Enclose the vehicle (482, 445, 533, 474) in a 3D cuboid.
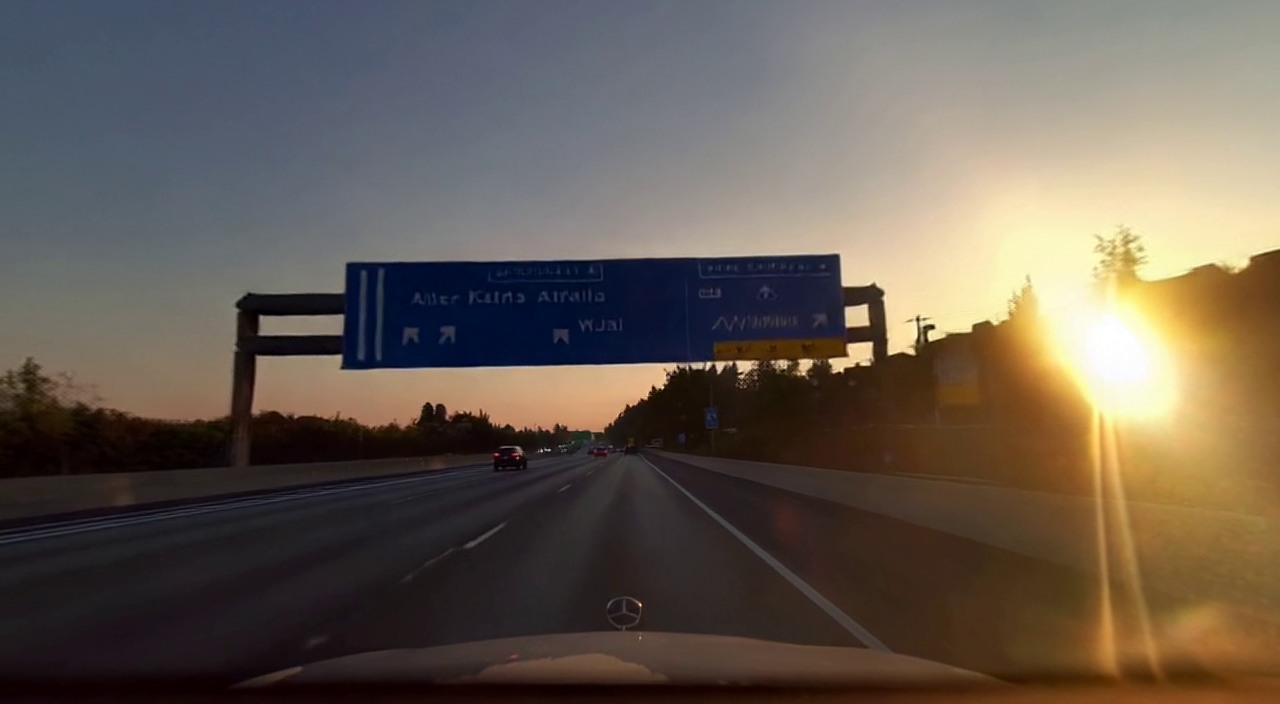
[{"bbox_3d":[-7.792,6.369,37.580,2.098,1.606,4.227,0,-9,0],"label":"vehicle"}]
